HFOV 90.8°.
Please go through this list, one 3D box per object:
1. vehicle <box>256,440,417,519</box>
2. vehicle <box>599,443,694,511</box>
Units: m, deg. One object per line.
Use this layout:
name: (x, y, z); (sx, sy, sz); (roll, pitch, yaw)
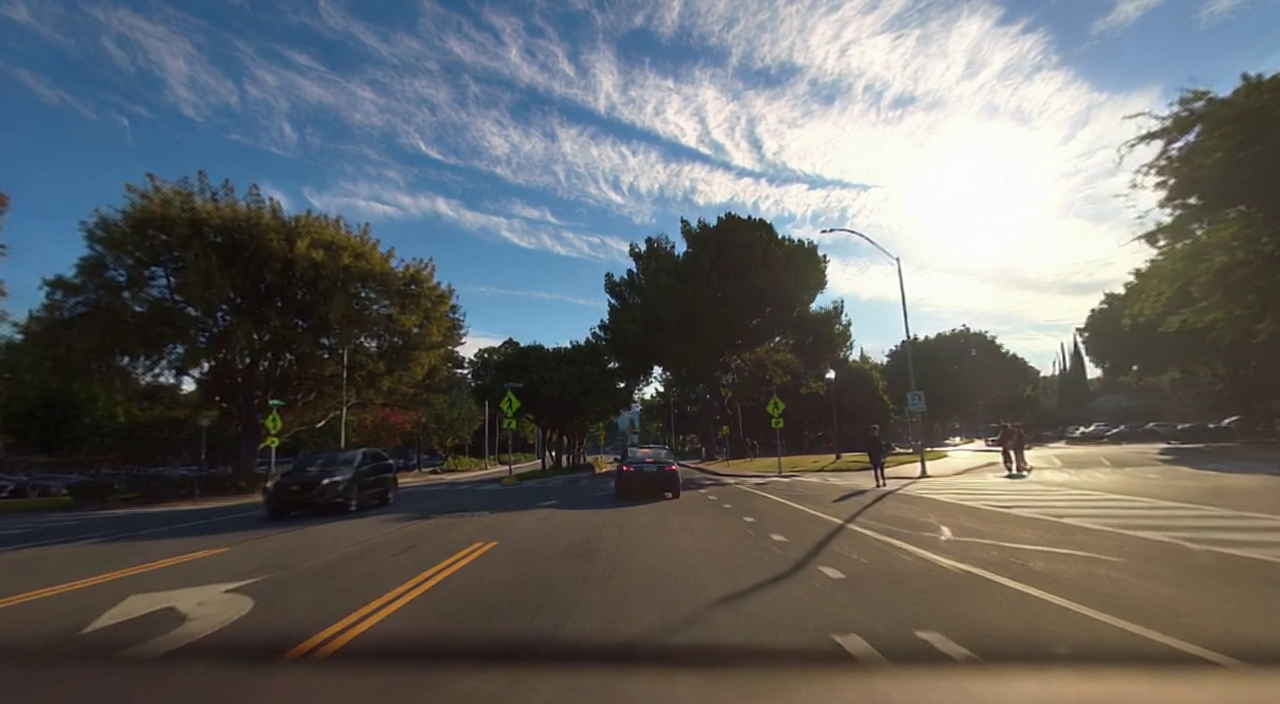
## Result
vehicle: (-8.470, 3.556, 18.331); (2.179, 1.933, 5.034); (0, -9, 0)
vehicle: (0.084, 3.277, 17.093); (2.221, 1.570, 4.398); (0, -9, -2)
